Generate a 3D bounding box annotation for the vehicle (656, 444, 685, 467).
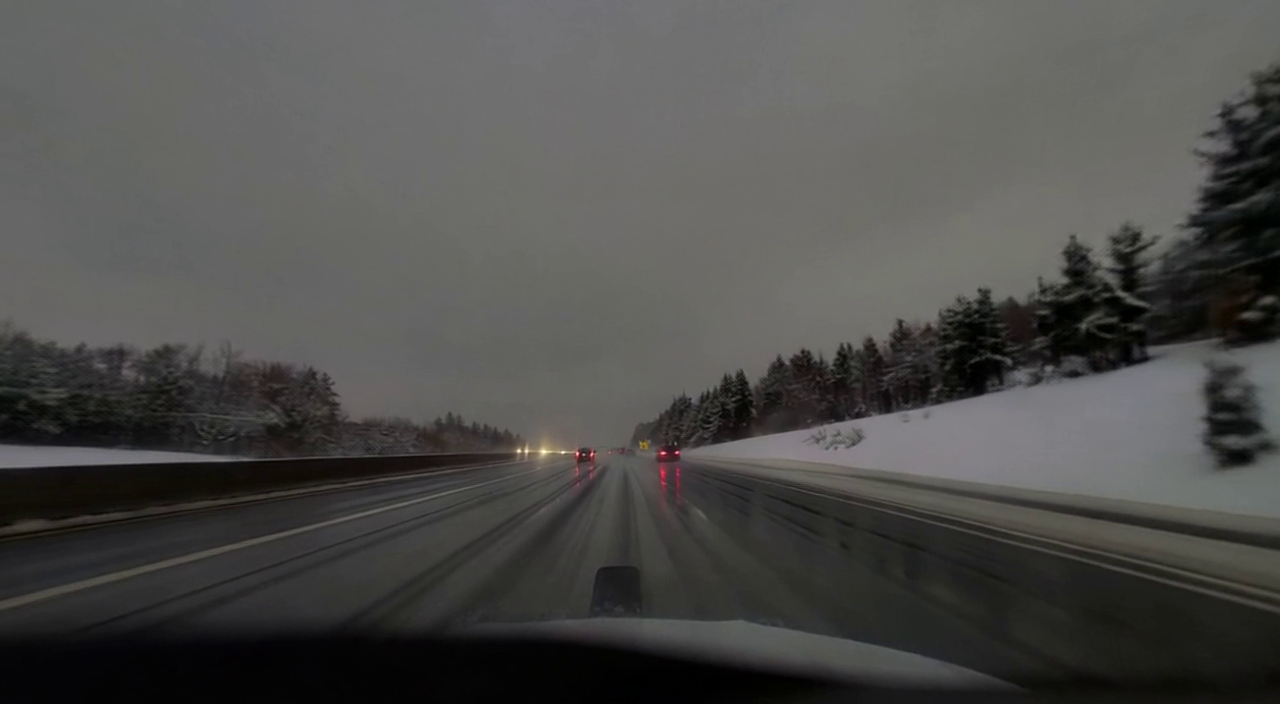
[{"bbox_3d":[2.211,7.704,46.726,1.895,1.555,4.030,-1,-9,0],"label":"vehicle"}]
